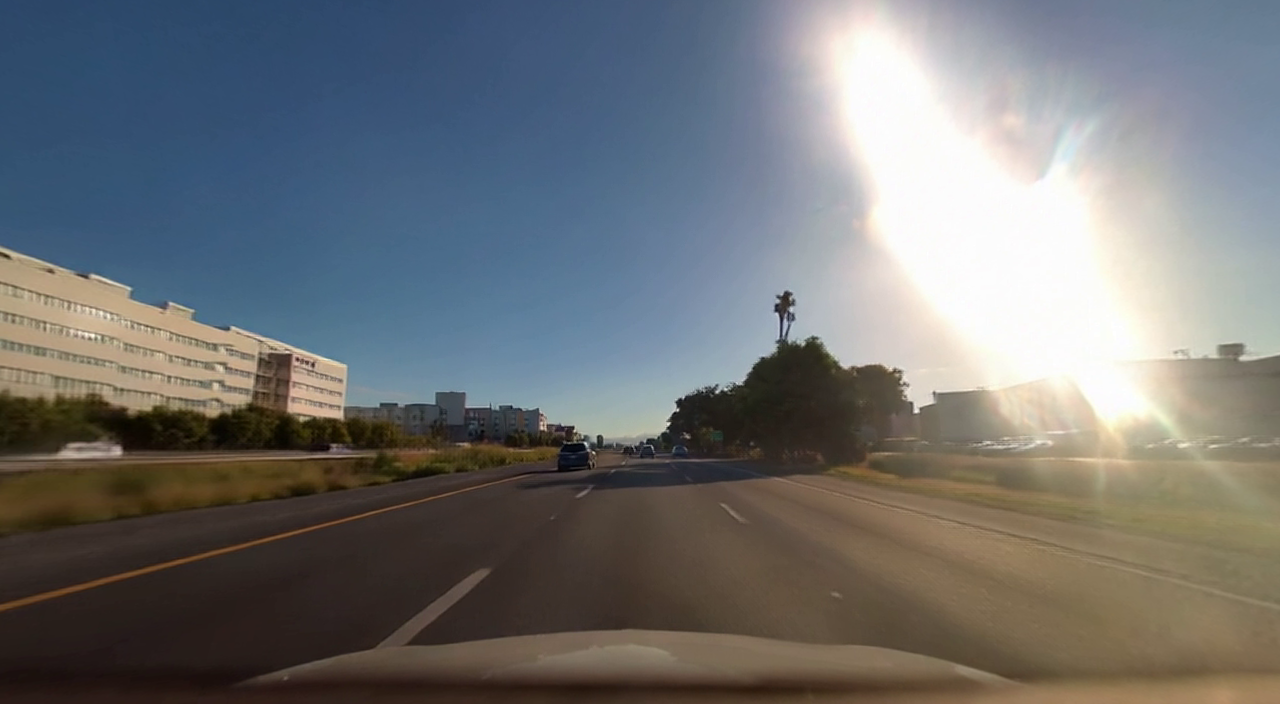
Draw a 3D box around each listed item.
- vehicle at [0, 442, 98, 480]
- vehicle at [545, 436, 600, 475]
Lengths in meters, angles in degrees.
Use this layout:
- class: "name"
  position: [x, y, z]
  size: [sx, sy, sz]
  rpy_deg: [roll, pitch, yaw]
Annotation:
- class: "vehicle"
  position: [-31.843, 5.735, 33.334]
  size: [1.965, 1.839, 4.751]
  rpy_deg: [0, -9, 1]
- class: "vehicle"
  position: [-3.431, 5.421, 33.172]
  size: [2.218, 1.850, 4.774]
  rpy_deg: [0, -9, 2]
